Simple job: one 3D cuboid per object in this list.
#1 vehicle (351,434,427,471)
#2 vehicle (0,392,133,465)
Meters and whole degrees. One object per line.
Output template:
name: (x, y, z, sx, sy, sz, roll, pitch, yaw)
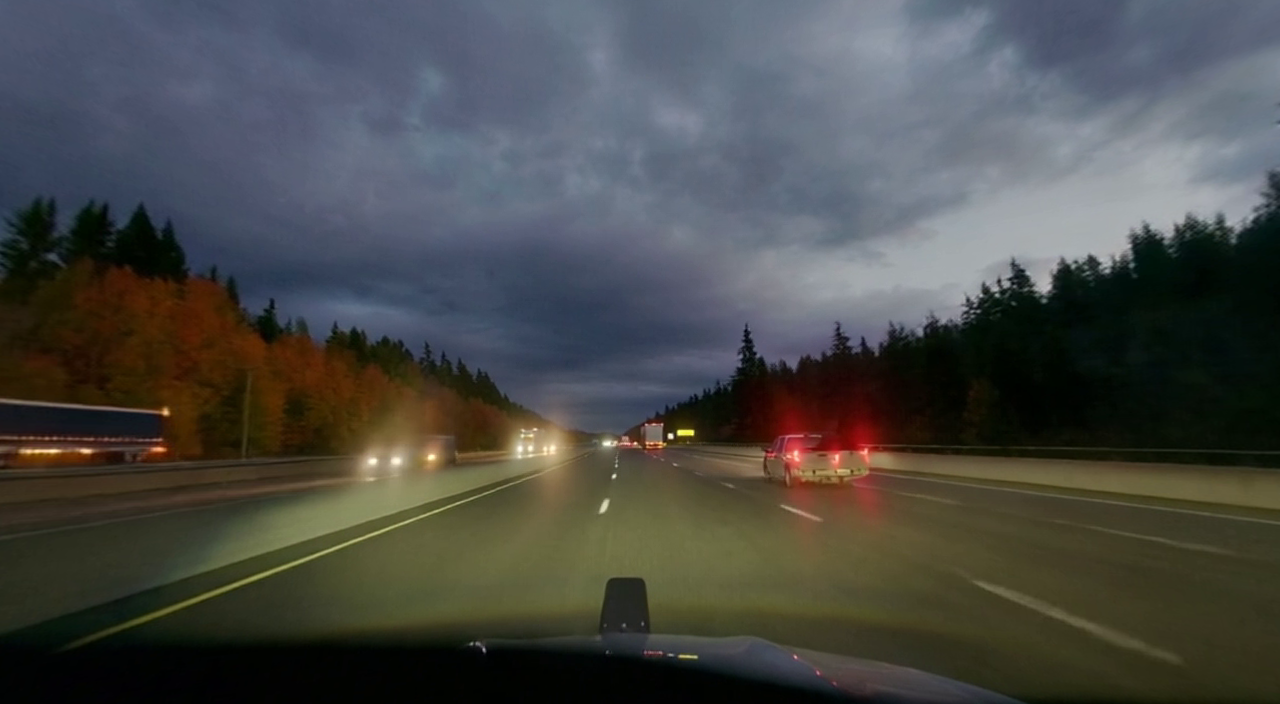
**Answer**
vehicle: (-19.675, 7.925, 49.954, 2.774, 2.605, 8.096, 0, -8, -1)
vehicle: (-36.229, 4.406, 35.572, 2.871, 3.899, 16.049, -1, -9, -4)
